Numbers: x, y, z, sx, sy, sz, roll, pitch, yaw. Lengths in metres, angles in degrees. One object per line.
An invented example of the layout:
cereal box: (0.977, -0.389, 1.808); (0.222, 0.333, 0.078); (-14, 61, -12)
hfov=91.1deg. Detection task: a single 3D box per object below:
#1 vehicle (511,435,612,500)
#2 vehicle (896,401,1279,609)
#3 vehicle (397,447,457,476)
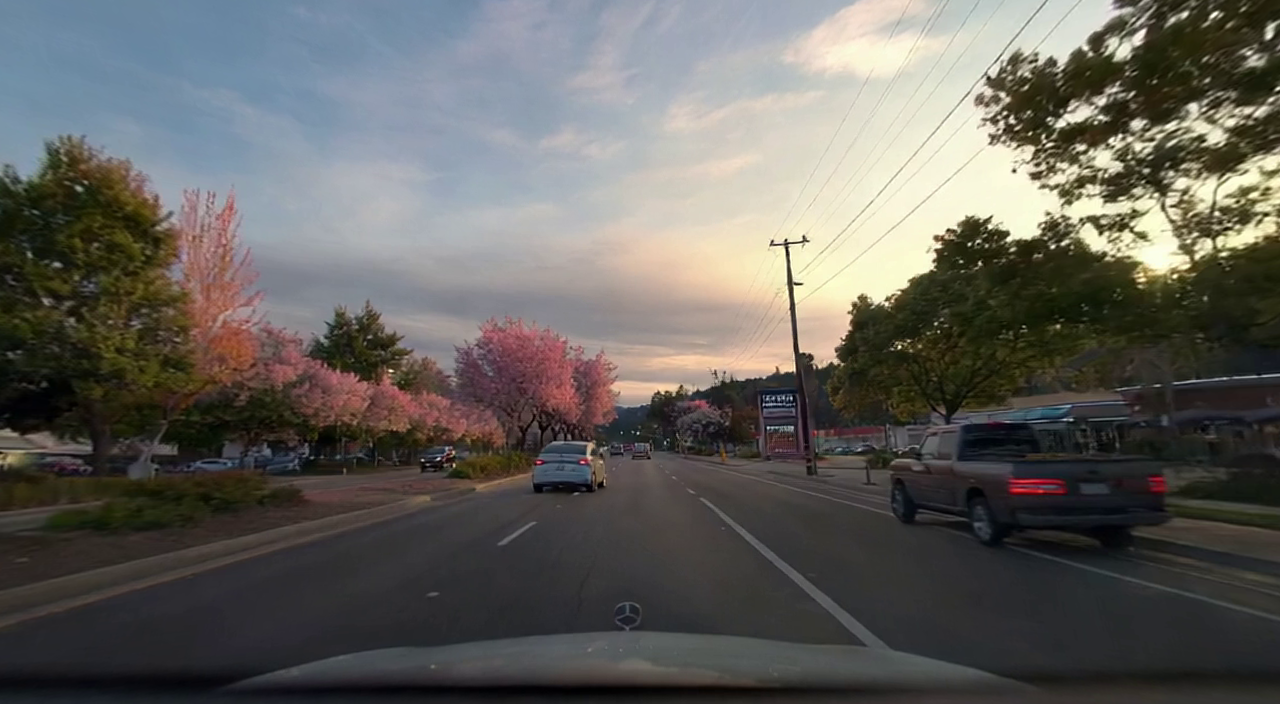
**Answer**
vehicle: (-2.159, 3.362, 18.753); (2.149, 1.701, 4.379); (0, -8, 4)
vehicle: (5.151, 1.713, 8.175); (2.363, 1.781, 5.156); (-1, -8, 11)
vehicle: (-12.786, 6.575, 37.970); (2.071, 1.619, 4.567); (0, -8, -1)
